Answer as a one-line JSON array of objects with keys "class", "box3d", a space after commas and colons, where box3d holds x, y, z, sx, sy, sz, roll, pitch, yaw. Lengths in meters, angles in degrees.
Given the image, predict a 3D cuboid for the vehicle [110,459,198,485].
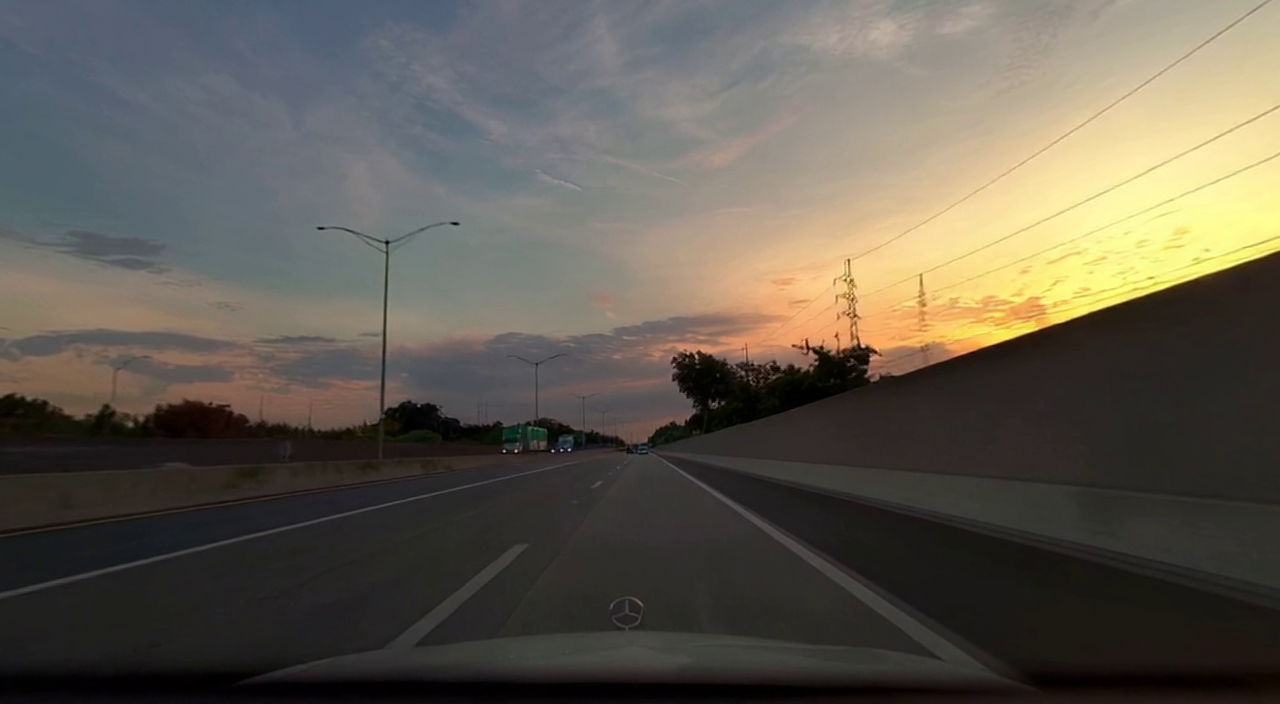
[{"class": "vehicle", "box3d": [-30.170, 7.412, 39.310, 1.926, 1.425, 4.613, 0, -9, -3]}]
